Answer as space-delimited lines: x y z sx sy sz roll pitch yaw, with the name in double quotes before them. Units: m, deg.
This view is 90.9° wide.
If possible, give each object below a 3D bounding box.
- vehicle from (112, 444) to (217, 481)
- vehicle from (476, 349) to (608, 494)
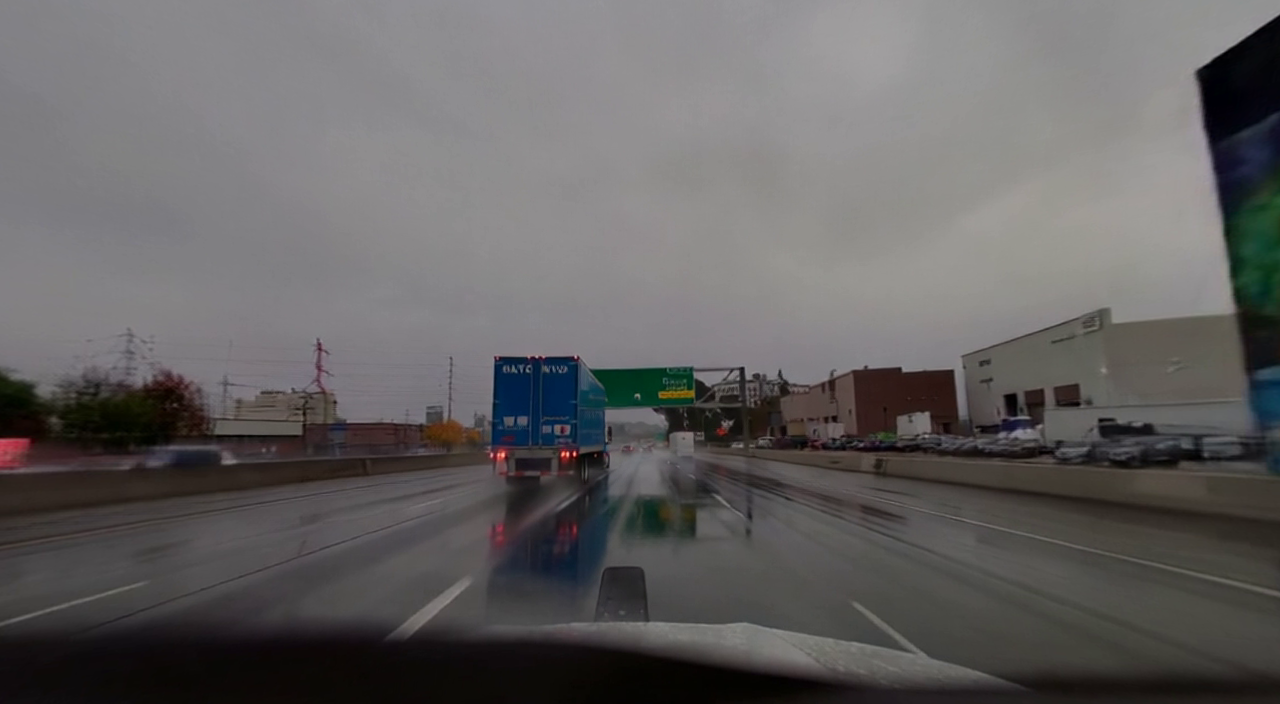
"vehicle" -25.163 5.827 33.611 1.998 1.774 4.526 0 -8 1
"vehicle" -2.988 2.520 22.255 2.977 4.048 8.890 -1 -7 2
